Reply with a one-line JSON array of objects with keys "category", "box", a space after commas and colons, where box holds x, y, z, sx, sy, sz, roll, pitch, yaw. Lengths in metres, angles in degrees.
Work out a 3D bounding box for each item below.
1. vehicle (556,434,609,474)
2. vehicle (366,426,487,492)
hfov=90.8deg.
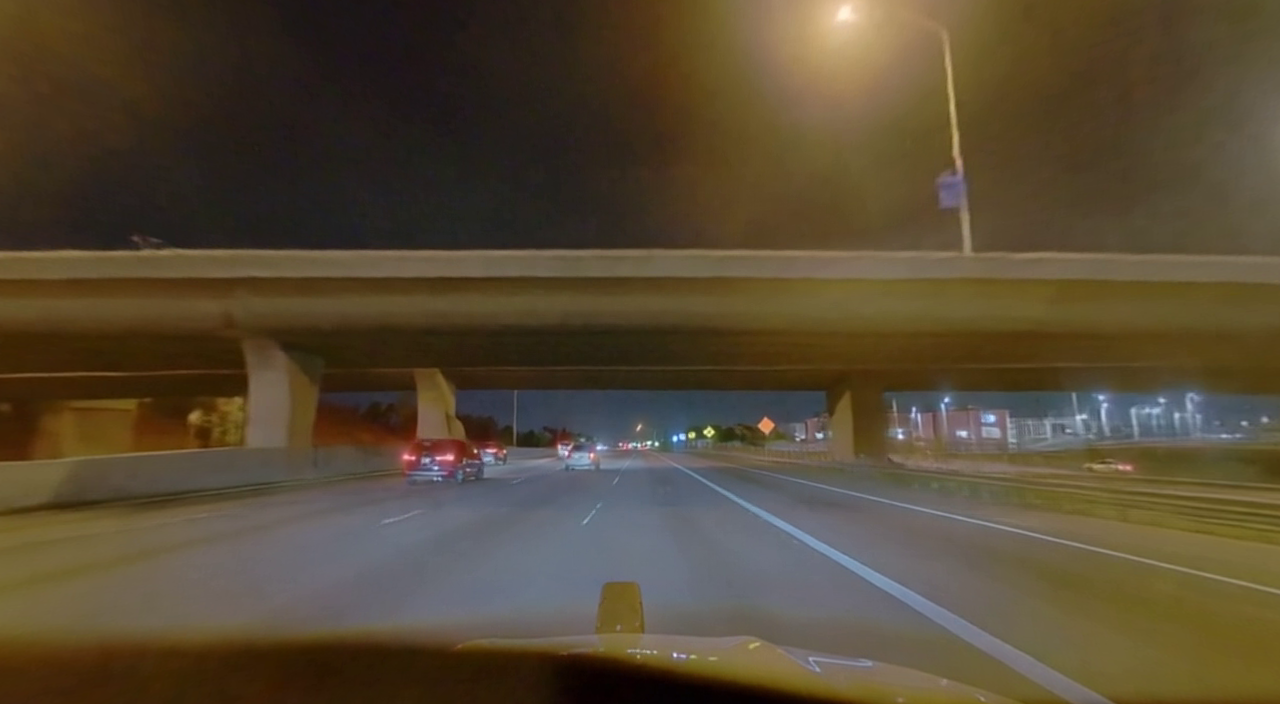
[{"category": "vehicle", "box": [-2.601, 4.757, 29.603, 2.027, 1.697, 4.307, 0, -8, 0]}, {"category": "vehicle", "box": [-6.396, 3.278, 19.618, 2.015, 1.762, 4.790, 0, -8, 1]}]
